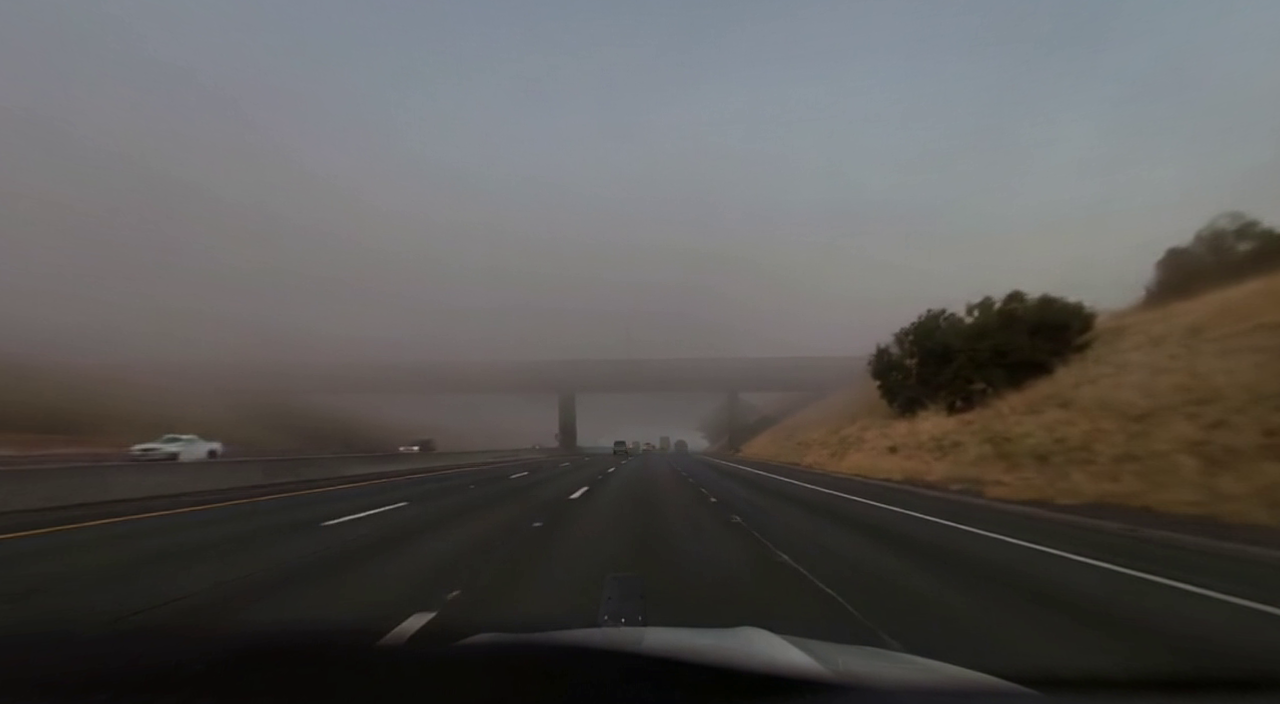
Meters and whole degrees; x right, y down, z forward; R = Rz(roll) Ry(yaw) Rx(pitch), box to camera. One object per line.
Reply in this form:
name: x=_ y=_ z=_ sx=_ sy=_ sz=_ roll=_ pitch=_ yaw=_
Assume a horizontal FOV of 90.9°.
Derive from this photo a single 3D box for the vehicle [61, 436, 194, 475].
vehicle: x=-24.666 y=5.014 z=30.669 sx=1.961 sy=1.717 sz=5.260 roll=0 pitch=-9 yaw=1
